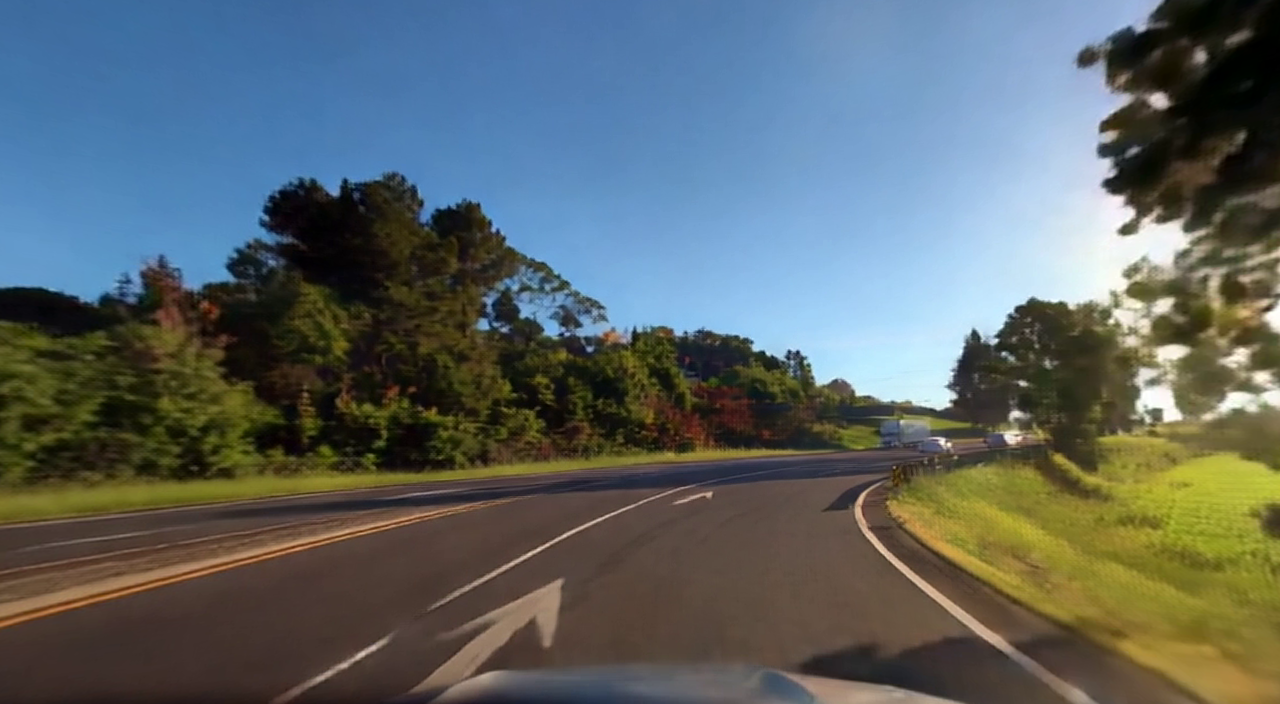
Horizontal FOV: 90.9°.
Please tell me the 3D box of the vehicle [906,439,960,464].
[{"bbox_3d":[17.544,5.935,37.641,1.807,1.427,3.645,-8,-12,41],"label":"vehicle"}]
